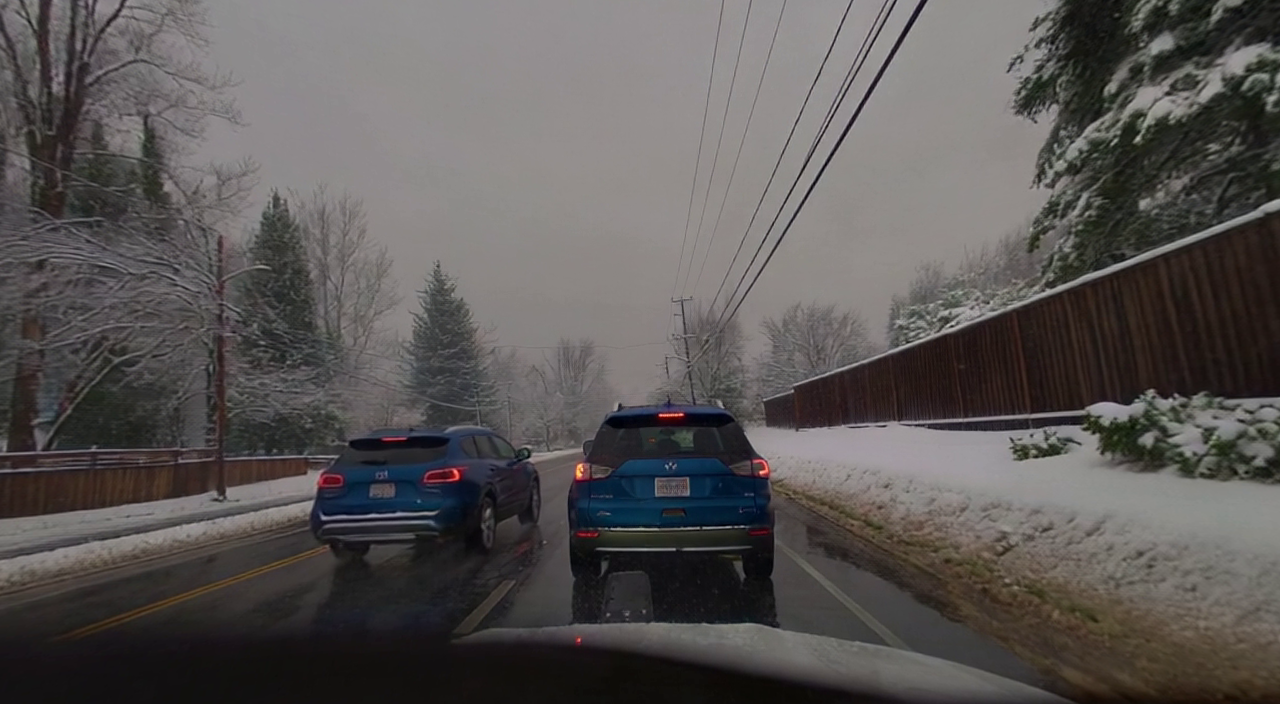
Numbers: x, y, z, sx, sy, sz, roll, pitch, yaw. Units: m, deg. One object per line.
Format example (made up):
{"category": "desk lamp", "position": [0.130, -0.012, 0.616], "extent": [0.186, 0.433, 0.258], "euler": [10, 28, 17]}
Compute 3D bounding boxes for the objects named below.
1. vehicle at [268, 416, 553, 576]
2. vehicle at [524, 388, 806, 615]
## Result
{"category": "vehicle", "position": [-2.734, 1.855, 8.996], "extent": [2.176, 1.653, 4.666], "euler": [0, -9, 2]}
{"category": "vehicle", "position": [0.197, 1.462, 7.020], "extent": [2.174, 1.749, 4.113], "euler": [0, -9, 0]}
